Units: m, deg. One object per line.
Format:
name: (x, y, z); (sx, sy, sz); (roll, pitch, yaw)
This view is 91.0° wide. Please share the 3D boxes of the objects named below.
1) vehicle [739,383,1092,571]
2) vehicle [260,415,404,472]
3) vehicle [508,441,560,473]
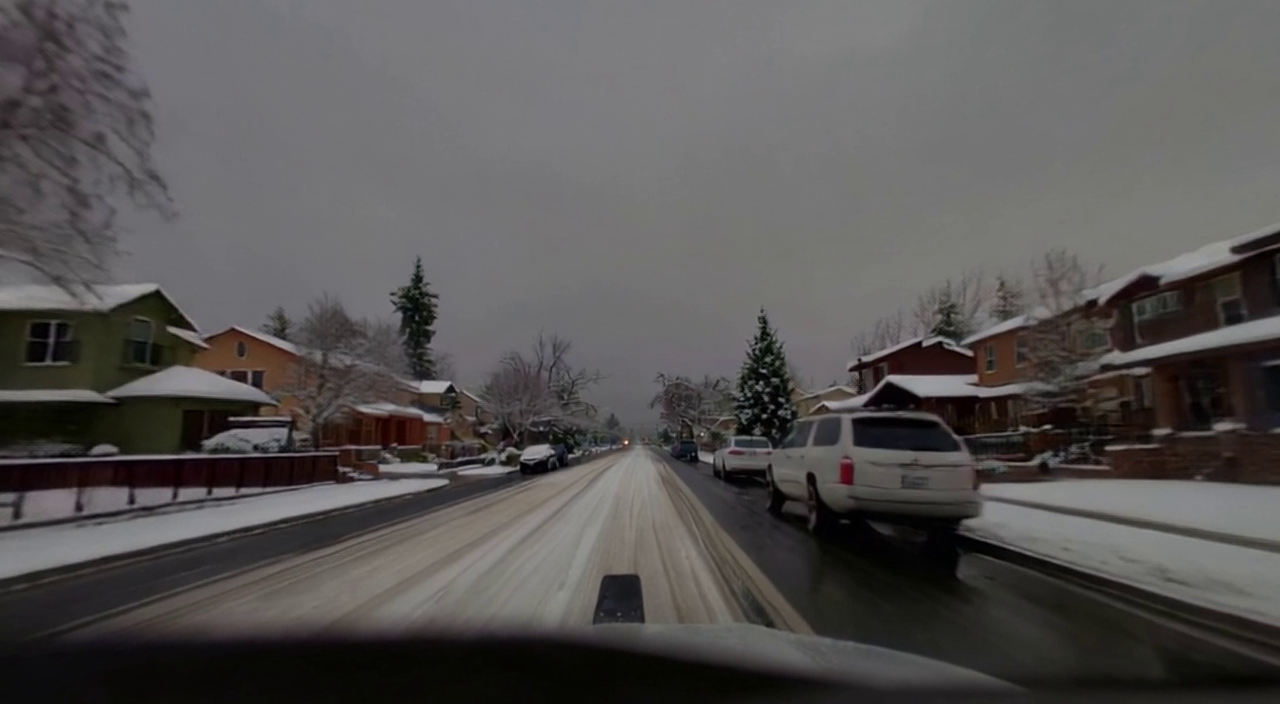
vehicle: (3.830, 1.968, 11.056); (2.952, 2.216, 7.033); (0, -8, -1)
vehicle: (-13.029, 3.870, 26.844); (4.837, 1.897, 2.228); (4, -8, 5)
vehicle: (-5.785, 5.783, 35.048); (2.027, 1.544, 4.959); (0, -7, 0)
